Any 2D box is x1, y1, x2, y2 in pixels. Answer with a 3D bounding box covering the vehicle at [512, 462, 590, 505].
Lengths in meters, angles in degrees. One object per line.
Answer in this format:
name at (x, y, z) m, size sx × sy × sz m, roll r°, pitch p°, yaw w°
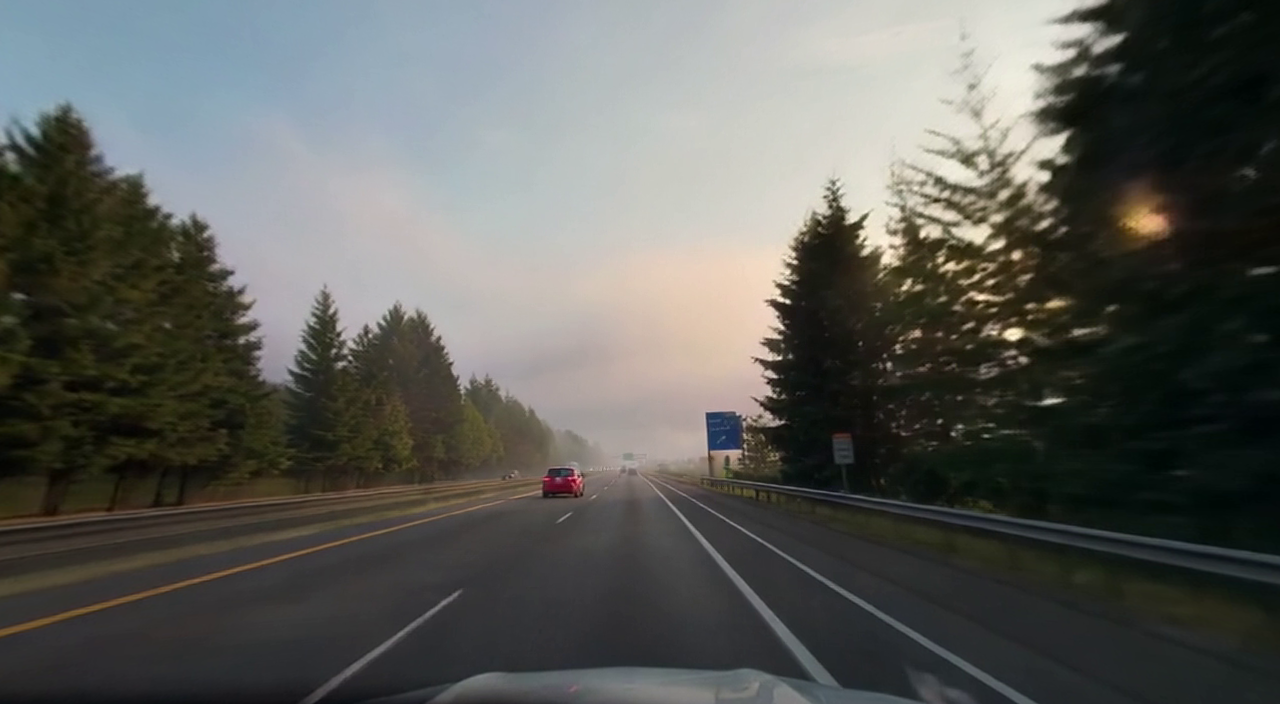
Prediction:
vehicle at (-3.240, 4.950, 23.948) m, size 2.183 × 1.435 × 4.653 m, roll 0°, pitch -10°, yaw 1°
